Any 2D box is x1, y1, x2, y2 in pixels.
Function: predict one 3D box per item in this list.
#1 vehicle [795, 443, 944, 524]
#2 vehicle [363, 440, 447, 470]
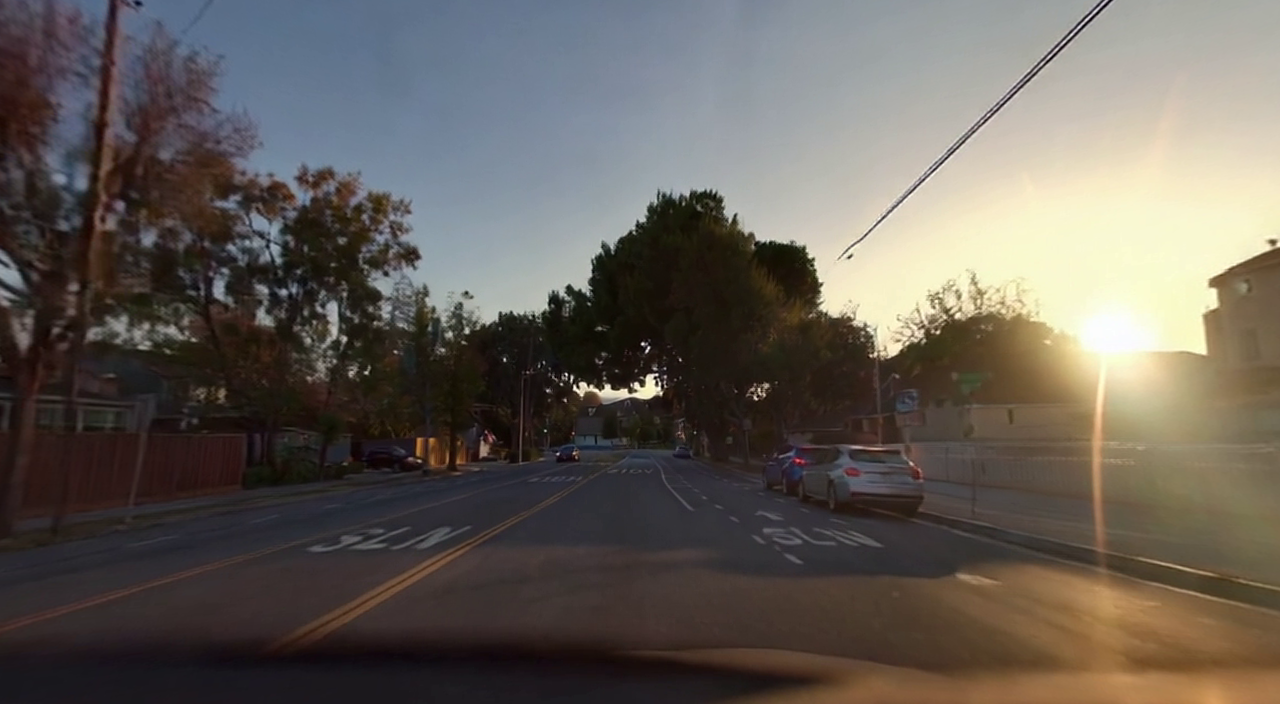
[{"bbox_3d":[5.168,2.974,14.961,1.891,1.611,4.269,0,-8,0],"label":"vehicle"},{"bbox_3d":[-16.216,7.093,43.593,5.125,1.941,2.086,4,-9,-26],"label":"vehicle"}]
